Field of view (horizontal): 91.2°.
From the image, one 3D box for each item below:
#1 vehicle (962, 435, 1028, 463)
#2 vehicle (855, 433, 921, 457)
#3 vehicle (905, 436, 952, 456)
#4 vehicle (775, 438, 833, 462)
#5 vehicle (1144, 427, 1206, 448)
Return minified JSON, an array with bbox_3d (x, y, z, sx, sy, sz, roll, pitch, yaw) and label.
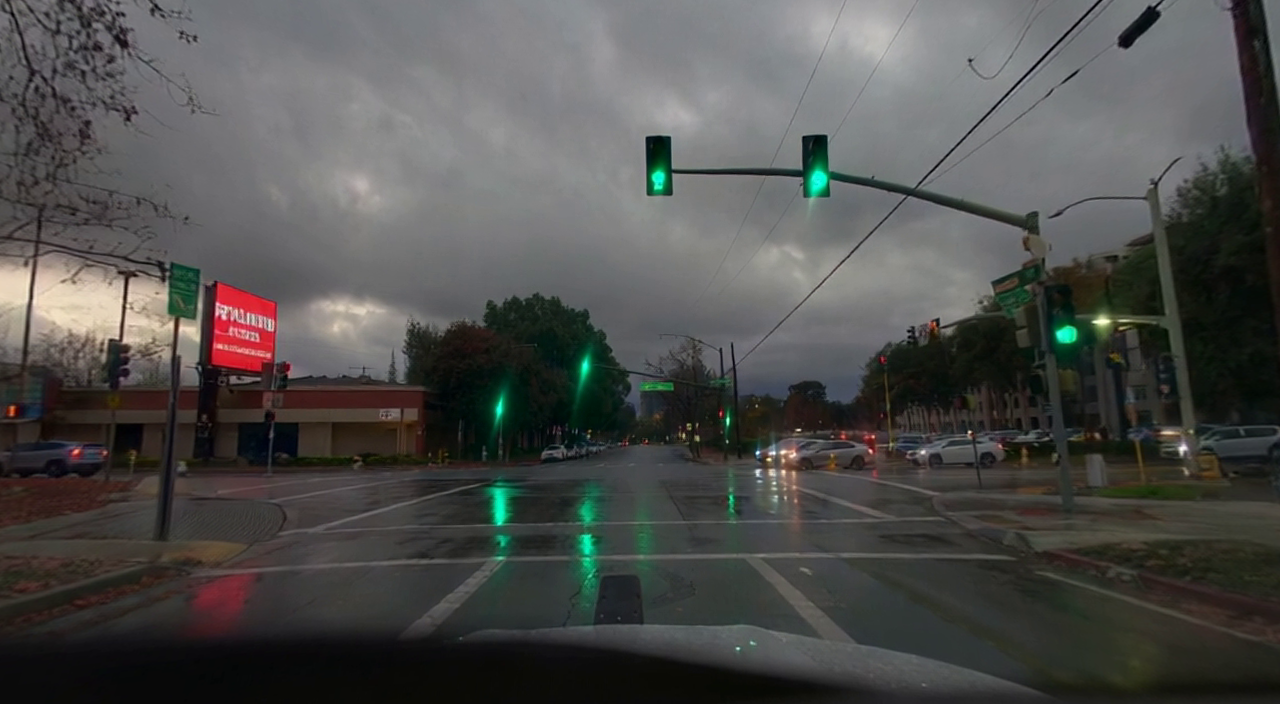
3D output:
[{"bbox_3d":[20.948,5.708,37.138,1.851,1.388,3.475,0,-5,0],"label":"vehicle"},{"bbox_3d":[16.914,6.332,42.693,4.522,1.546,1.941,6,-11,-35],"label":"vehicle"},{"bbox_3d":[21.798,7.143,47.509,1.923,1.463,3.758,-1,-9,3],"label":"vehicle"},{"bbox_3d":[11.103,6.603,42.273,1.955,1.508,4.295,-8,-12,42],"label":"vehicle"},{"bbox_3d":[41.031,6.611,48.149,1.682,1.422,3.422,2,-10,1],"label":"vehicle"}]
